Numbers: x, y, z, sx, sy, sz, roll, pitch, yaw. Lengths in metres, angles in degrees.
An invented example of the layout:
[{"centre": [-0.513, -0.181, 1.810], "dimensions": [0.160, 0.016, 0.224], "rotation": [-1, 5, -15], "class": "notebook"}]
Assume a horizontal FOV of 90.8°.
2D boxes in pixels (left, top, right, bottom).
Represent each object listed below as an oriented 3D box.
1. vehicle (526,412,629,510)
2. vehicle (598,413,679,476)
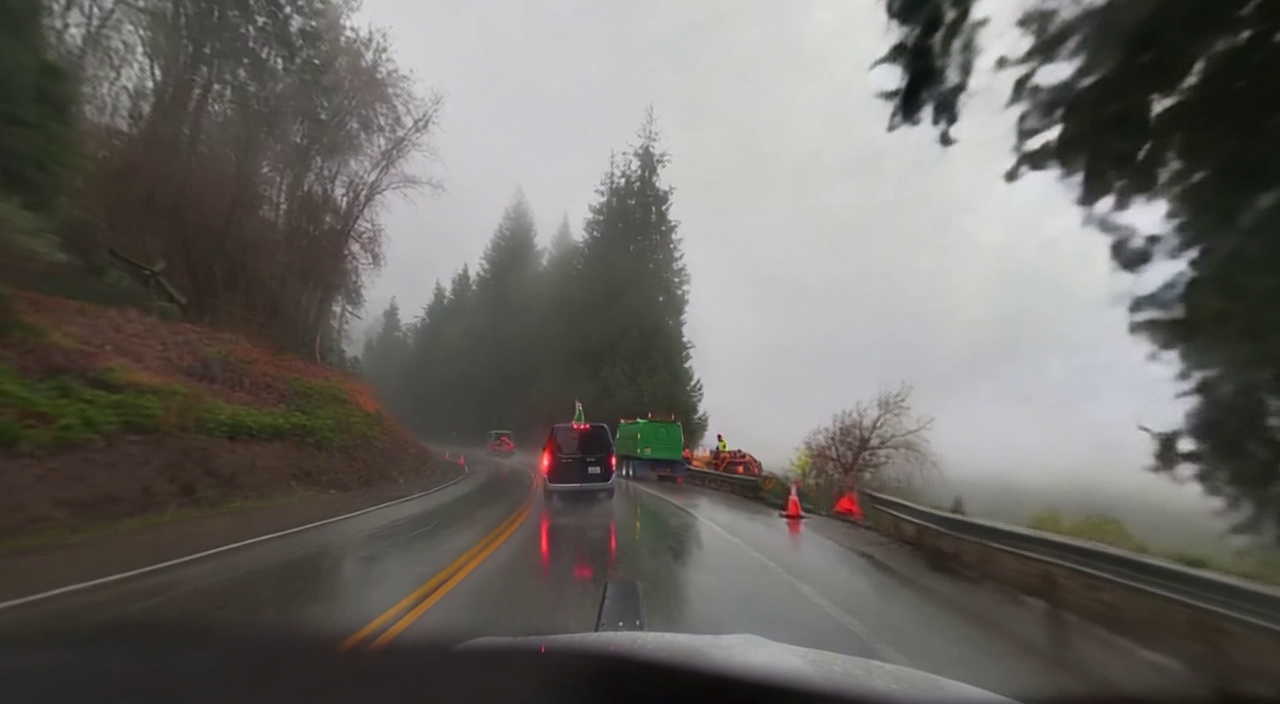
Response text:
[{"centre": [-1.660, 2.881, 17.089], "dimensions": [2.362, 2.223, 4.892], "rotation": [1, -9, -5], "class": "vehicle"}, {"centre": [-0.342, 5.449, 37.694], "dimensions": [3.126, 3.310, 8.534], "rotation": [1, -8, -12], "class": "vehicle"}]
